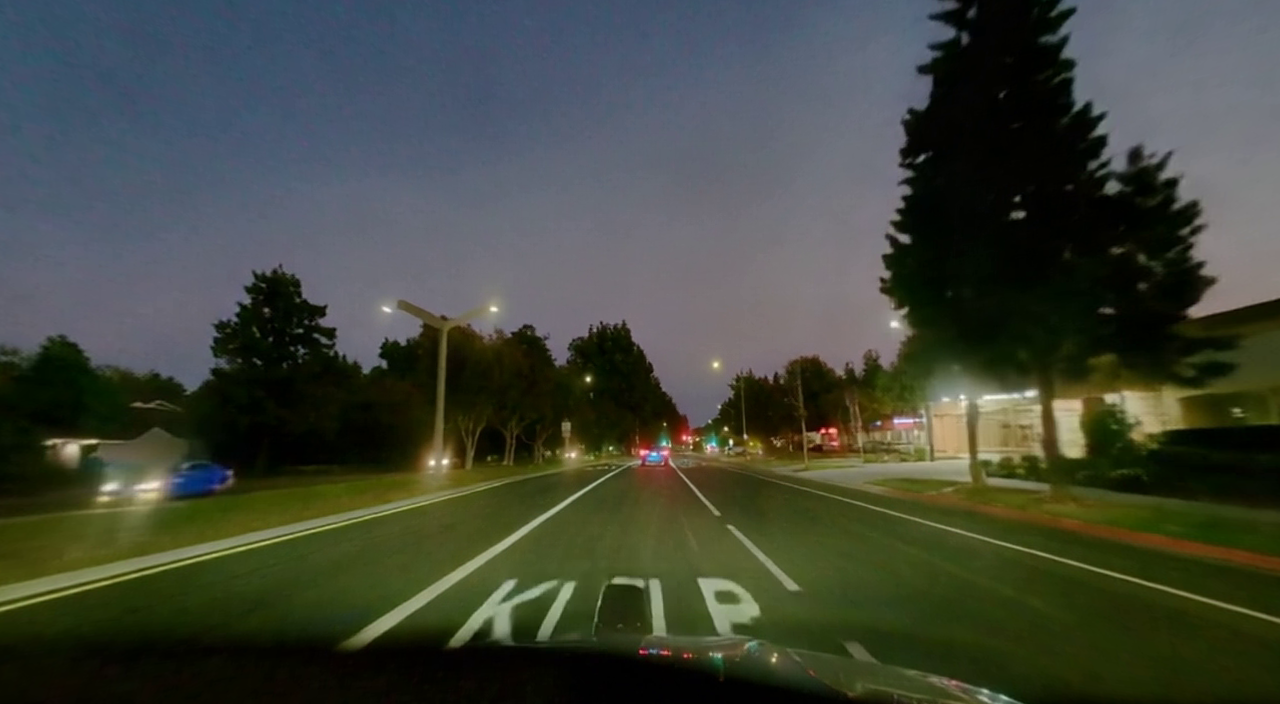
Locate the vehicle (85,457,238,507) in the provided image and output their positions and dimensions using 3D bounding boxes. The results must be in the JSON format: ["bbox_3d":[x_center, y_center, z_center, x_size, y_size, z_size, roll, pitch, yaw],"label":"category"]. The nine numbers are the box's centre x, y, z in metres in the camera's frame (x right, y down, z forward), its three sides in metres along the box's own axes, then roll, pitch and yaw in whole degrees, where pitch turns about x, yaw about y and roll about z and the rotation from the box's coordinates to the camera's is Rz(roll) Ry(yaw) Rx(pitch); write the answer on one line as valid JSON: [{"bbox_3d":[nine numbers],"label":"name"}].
[{"bbox_3d":[-16.622,4.501,22.166,1.824,1.462,4.520,0,-9,1],"label":"vehicle"}]

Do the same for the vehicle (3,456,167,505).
[{"bbox_3d":[-20.715,4.773,23.782,1.936,1.611,4.584,0,-9,1],"label":"vehicle"}]

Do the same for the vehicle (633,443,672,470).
[{"bbox_3d":[0.767,6.210,37.547,2.144,1.505,4.128,0,-9,2],"label":"vehicle"}]
